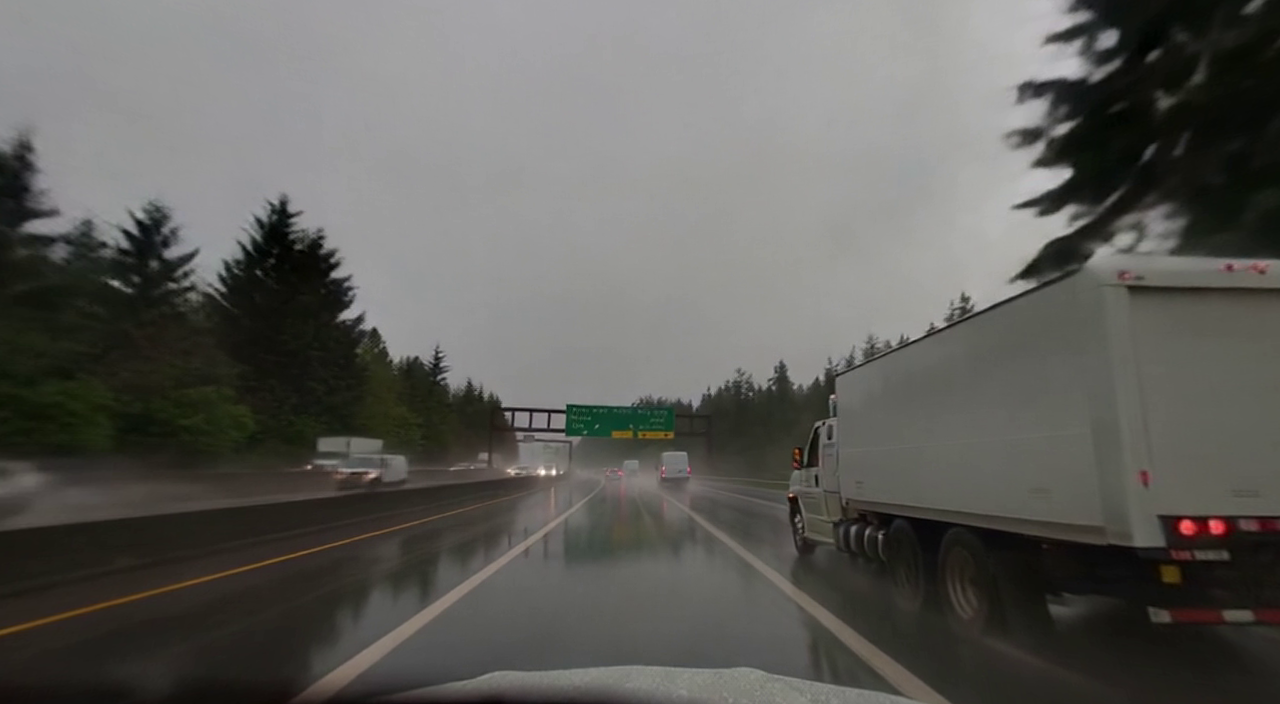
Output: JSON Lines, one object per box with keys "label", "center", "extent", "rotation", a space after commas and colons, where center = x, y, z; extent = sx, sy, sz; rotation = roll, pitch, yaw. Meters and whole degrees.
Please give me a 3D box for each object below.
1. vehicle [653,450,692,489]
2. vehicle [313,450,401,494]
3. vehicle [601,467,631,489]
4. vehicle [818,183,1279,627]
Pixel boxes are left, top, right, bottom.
{"label": "vehicle", "center": [2.365, 8.718, 46.722], "extent": [2.291, 2.639, 5.280], "rotation": [1, -10, -3]}
{"label": "vehicle", "center": [-14.441, 6.193, 32.511], "extent": [2.166, 2.013, 5.189], "rotation": [1, -10, -1]}
{"label": "vehicle", "center": [-1.752, 9.246, 46.201], "extent": [2.106, 1.524, 4.381], "rotation": [1, -10, -2]}
{"label": "vehicle", "center": [7.198, 1.708, 12.698], "extent": [2.866, 4.102, 14.351], "rotation": [1, -10, -1]}
